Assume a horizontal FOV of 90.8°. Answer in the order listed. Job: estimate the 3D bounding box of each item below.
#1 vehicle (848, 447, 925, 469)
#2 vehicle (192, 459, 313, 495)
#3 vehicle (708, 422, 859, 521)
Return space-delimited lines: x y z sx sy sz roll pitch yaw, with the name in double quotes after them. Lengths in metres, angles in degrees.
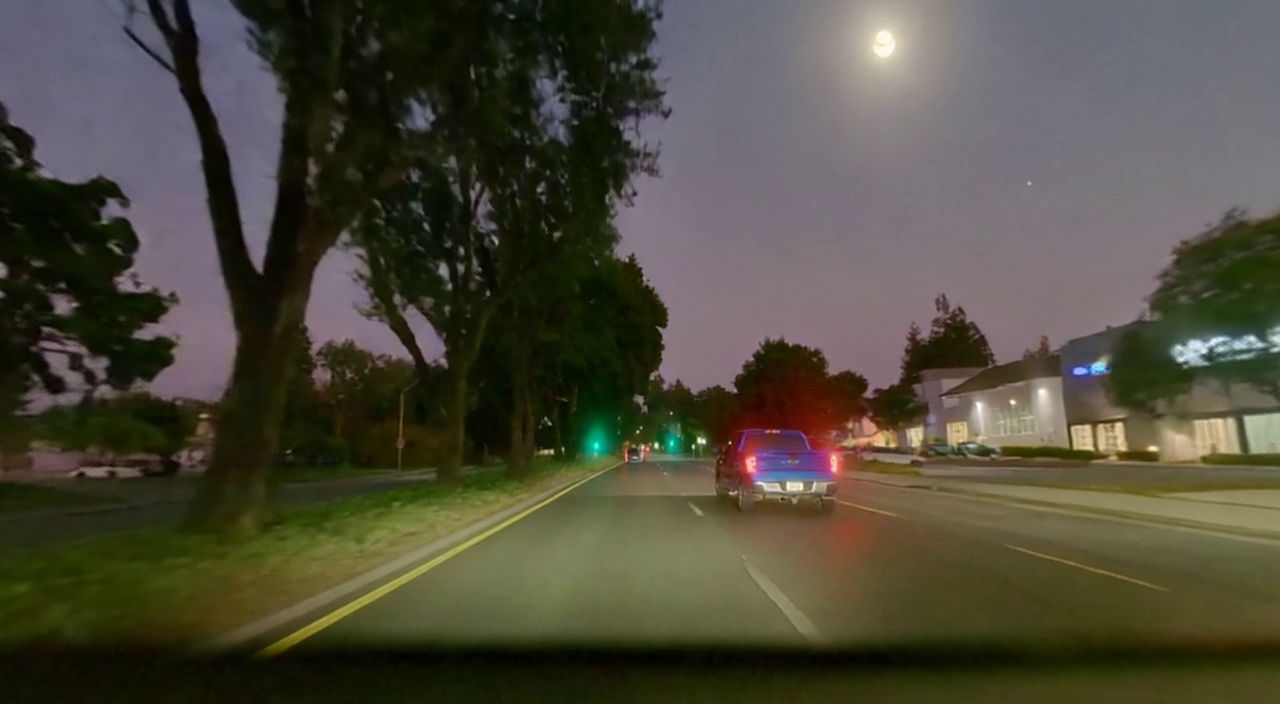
16.826 7.215 43.112 4.721 1.462 2.028 -4 -10 25 "vehicle"
-20.865 6.742 34.161 5.074 1.804 2.283 -1 -9 6 "vehicle"
2.970 2.633 14.514 2.138 1.836 5.245 0 -9 -1 "vehicle"
